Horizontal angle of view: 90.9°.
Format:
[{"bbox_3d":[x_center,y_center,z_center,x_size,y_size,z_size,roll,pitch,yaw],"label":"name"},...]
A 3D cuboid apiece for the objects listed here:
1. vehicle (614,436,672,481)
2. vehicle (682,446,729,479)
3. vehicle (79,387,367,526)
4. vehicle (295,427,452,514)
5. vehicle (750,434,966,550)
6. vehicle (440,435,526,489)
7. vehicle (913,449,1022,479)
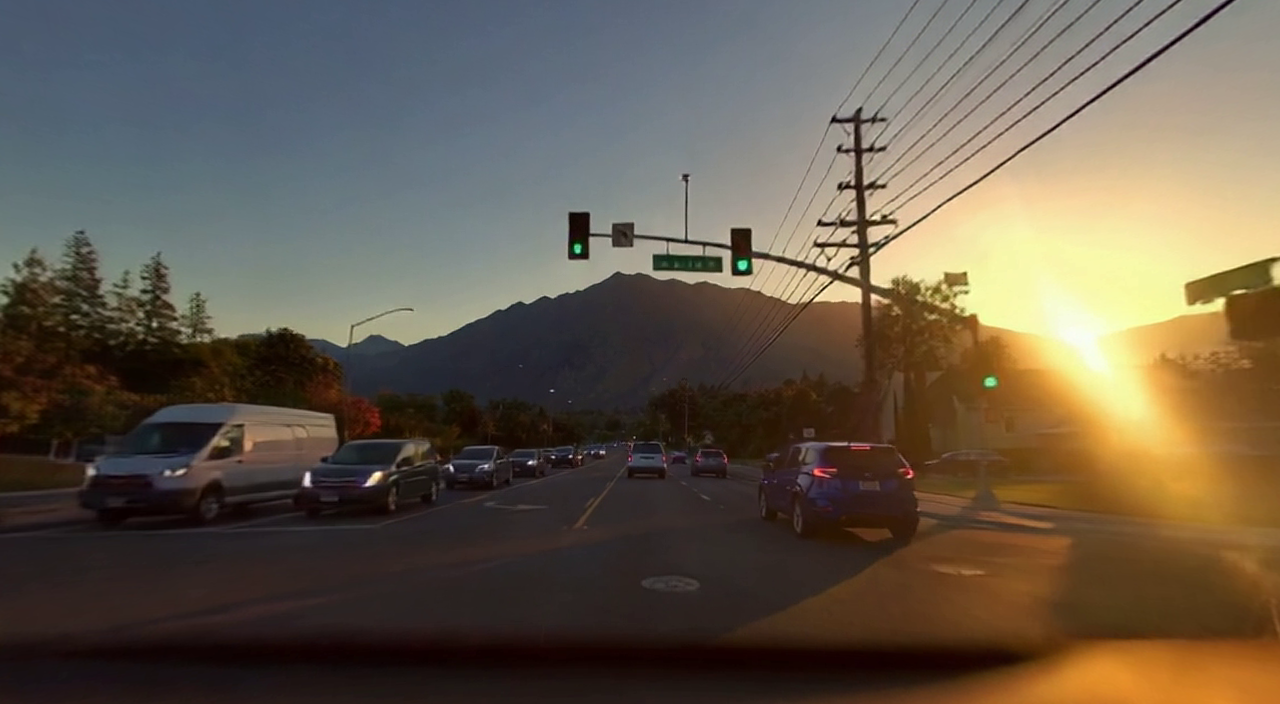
[{"bbox_3d":[0.113,5.241,31.319,2.636,2.011,5.130,0,-9,0],"label":"vehicle"},{"bbox_3d":[3.445,5.930,34.032,1.957,1.646,4.355,0,-9,-1],"label":"vehicle"},{"bbox_3d":[-9.552,2.506,15.568,2.725,2.710,6.304,0,-9,0],"label":"vehicle"},{"bbox_3d":[-6.279,2.831,15.522,1.983,1.801,4.391,0,-9,-1],"label":"vehicle"},{"bbox_3d":[3.587,2.393,11.583,2.155,1.658,4.721,1,-9,-2],"label":"vehicle"},{"bbox_3d":[-6.035,4.293,24.968,1.993,1.884,5.481,0,-9,0],"label":"vehicle"},{"bbox_3d":[17.344,5.937,33.523,4.656,1.461,1.955,0,-8,0],"label":"vehicle"}]
